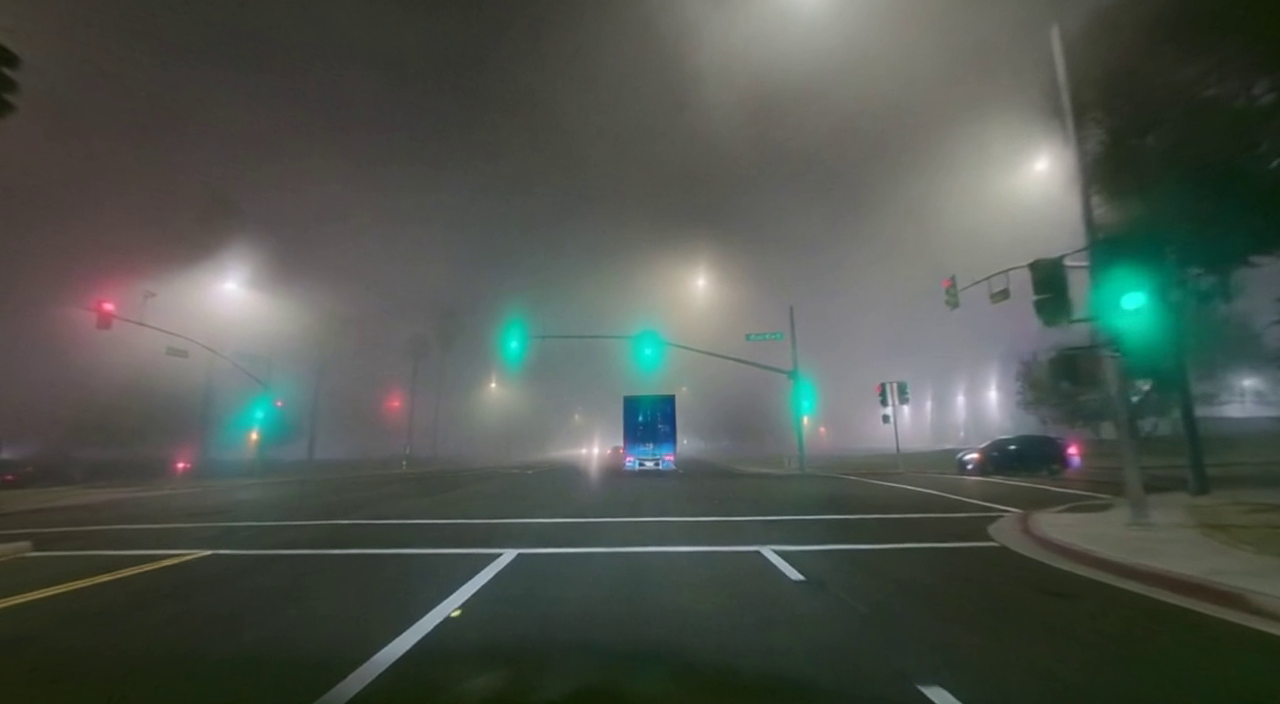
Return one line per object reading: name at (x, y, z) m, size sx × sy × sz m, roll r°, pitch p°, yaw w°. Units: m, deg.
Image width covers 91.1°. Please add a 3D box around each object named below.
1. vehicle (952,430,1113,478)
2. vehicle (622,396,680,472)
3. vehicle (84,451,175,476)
vehicle at (13.664, 3.576, 22.087) m, size 4.270 × 1.520 × 1.931 m, roll -1°, pitch -9°, yaw 2°
vehicle at (0.393, 5.184, 38.778) m, size 2.992 × 3.949 × 11.815 m, roll 0°, pitch -9°, yaw -2°
vehicle at (-36.863, 8.051, 45.393) m, size 4.812 × 1.727 × 2.027 m, roll 0°, pitch -9°, yaw 1°
